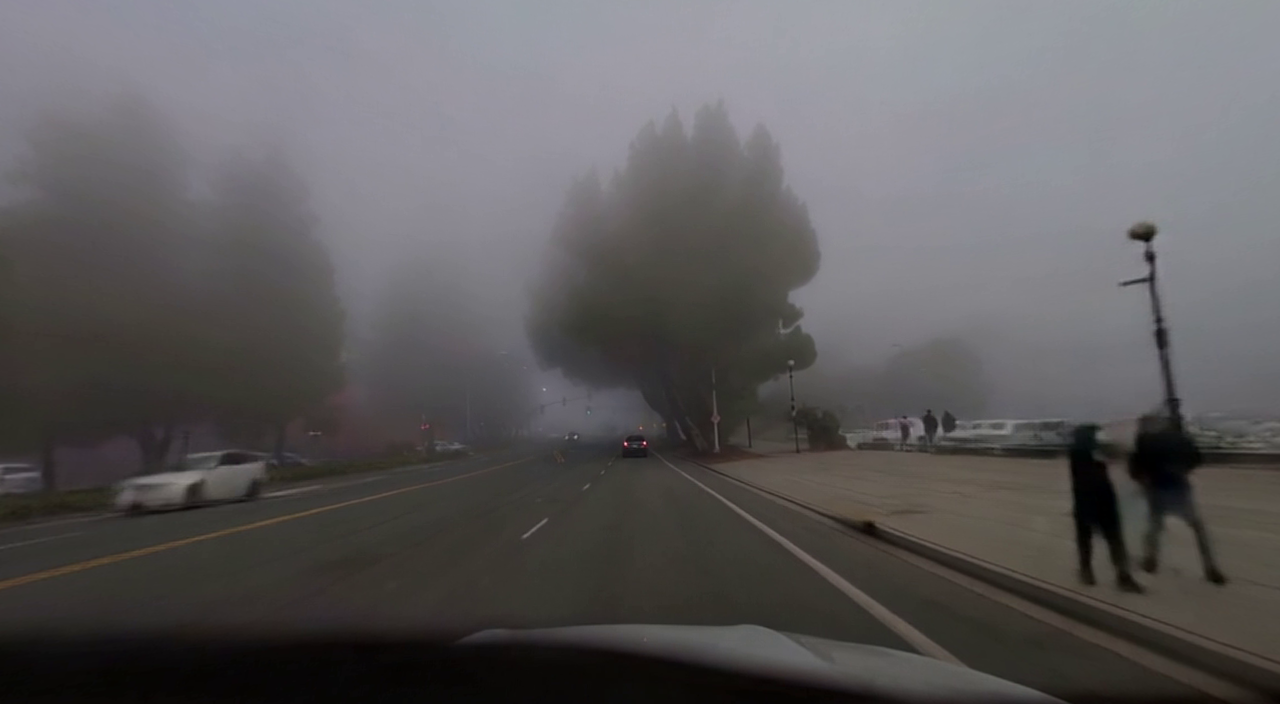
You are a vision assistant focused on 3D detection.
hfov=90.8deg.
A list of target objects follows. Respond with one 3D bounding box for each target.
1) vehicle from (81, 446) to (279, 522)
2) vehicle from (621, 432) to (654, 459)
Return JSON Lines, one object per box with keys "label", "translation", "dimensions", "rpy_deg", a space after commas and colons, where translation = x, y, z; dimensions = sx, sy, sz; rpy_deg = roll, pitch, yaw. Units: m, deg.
{"label": "vehicle", "translation": [-11.937, 3.400, 16.882], "dimensions": [2.117, 1.724, 4.366], "rpy_deg": [0, -8, -3]}
{"label": "vehicle", "translation": [-0.194, 6.727, 45.407], "dimensions": [2.228, 1.790, 4.180], "rpy_deg": [0, -9, -1]}
